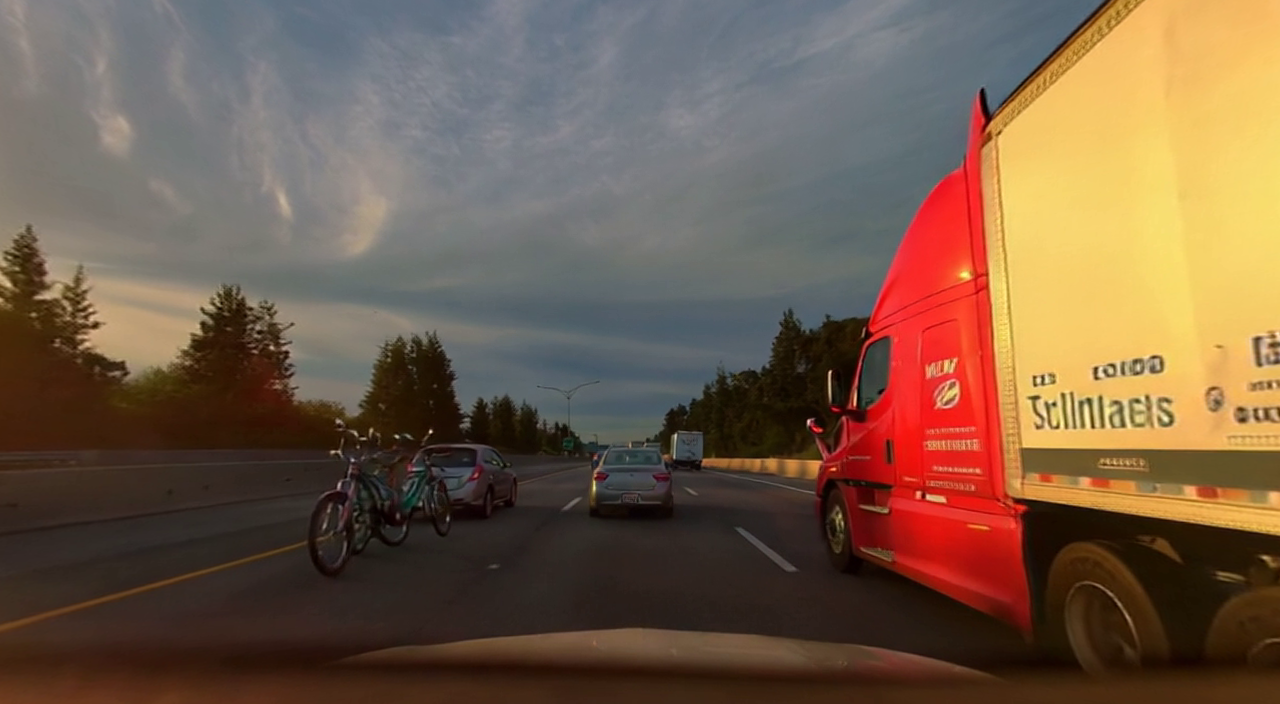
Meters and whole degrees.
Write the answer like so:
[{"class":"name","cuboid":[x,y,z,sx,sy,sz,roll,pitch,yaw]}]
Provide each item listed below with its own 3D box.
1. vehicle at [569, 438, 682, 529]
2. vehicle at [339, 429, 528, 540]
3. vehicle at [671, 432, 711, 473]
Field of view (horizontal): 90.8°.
[{"class":"vehicle","cuboid":[-0.263,2.576,12.850,1.973,1.574,3.426,0,-9,0]},{"class":"vehicle","cuboid":[-3.550,2.371,11.933,1.985,1.671,4.604,0,-9,0]},{"class":"vehicle","cuboid":[3.463,6.968,43.779,2.234,2.679,5.372,0,-9,-1]}]
